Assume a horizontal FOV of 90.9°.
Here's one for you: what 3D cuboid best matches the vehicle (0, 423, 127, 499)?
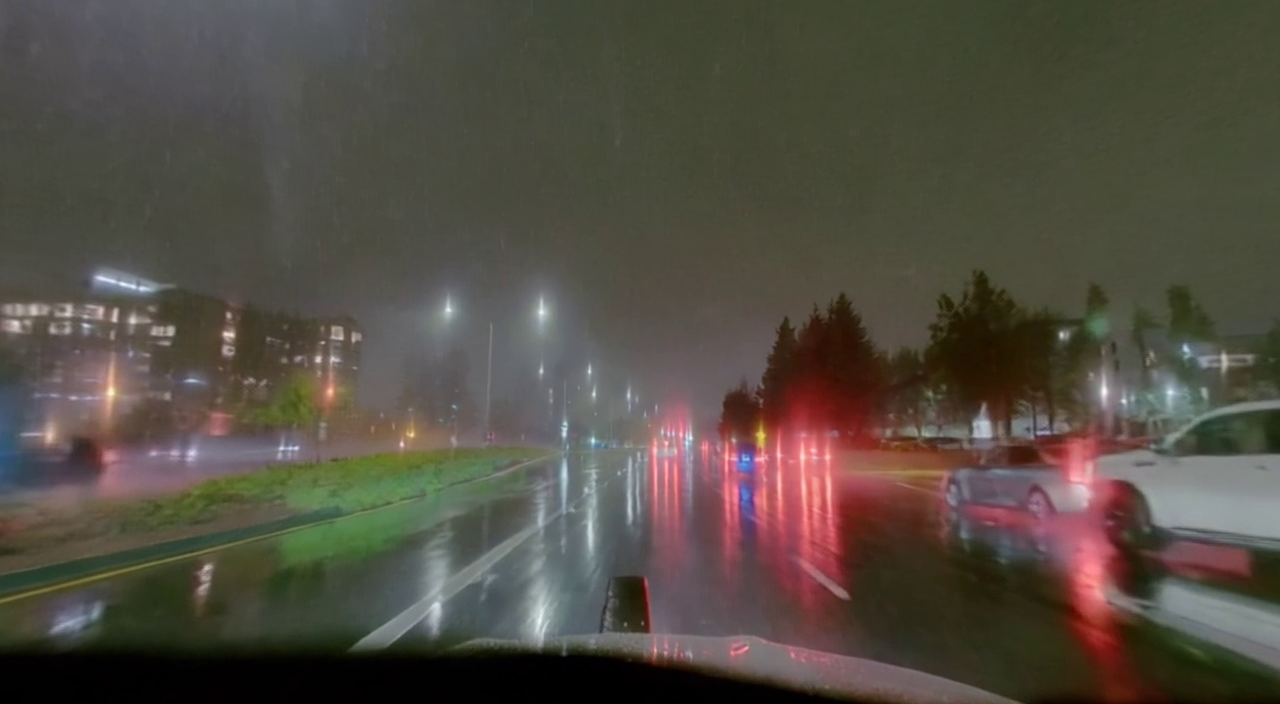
[{"bbox_3d":[-14.020,2.386,13.892,1.862,1.551,4.265,0,-8,-1],"label":"vehicle"}]

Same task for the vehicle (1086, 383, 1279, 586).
[{"bbox_3d":[7.581,1.228,5.688,2.410,1.997,6.477,0,-8,0],"label":"vehicle"}]

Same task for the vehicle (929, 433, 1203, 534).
[{"bbox_3d":[7.919,2.455,12.479,2.074,1.584,4.658,0,-8,-2],"label":"vehicle"}]

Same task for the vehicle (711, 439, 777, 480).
[{"bbox_3d":[4.120,4.318,25.730,1.981,1.499,4.536,0,-8,1],"label":"vehicle"}]
